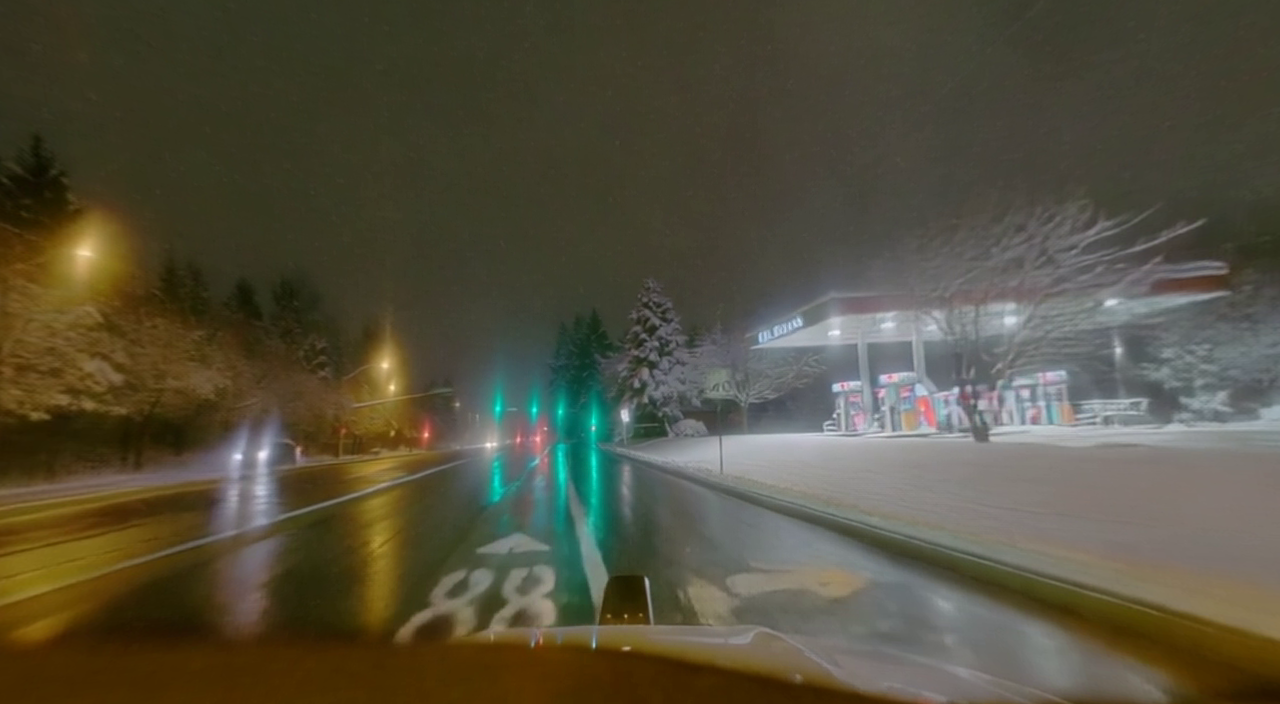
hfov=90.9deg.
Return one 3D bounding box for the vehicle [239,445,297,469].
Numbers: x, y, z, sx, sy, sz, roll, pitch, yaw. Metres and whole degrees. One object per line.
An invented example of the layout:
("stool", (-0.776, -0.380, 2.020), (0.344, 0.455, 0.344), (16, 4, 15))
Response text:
("vehicle", (-25.919, 7.296, 44.118), (1.794, 1.468, 4.388), (1, -7, -6))
